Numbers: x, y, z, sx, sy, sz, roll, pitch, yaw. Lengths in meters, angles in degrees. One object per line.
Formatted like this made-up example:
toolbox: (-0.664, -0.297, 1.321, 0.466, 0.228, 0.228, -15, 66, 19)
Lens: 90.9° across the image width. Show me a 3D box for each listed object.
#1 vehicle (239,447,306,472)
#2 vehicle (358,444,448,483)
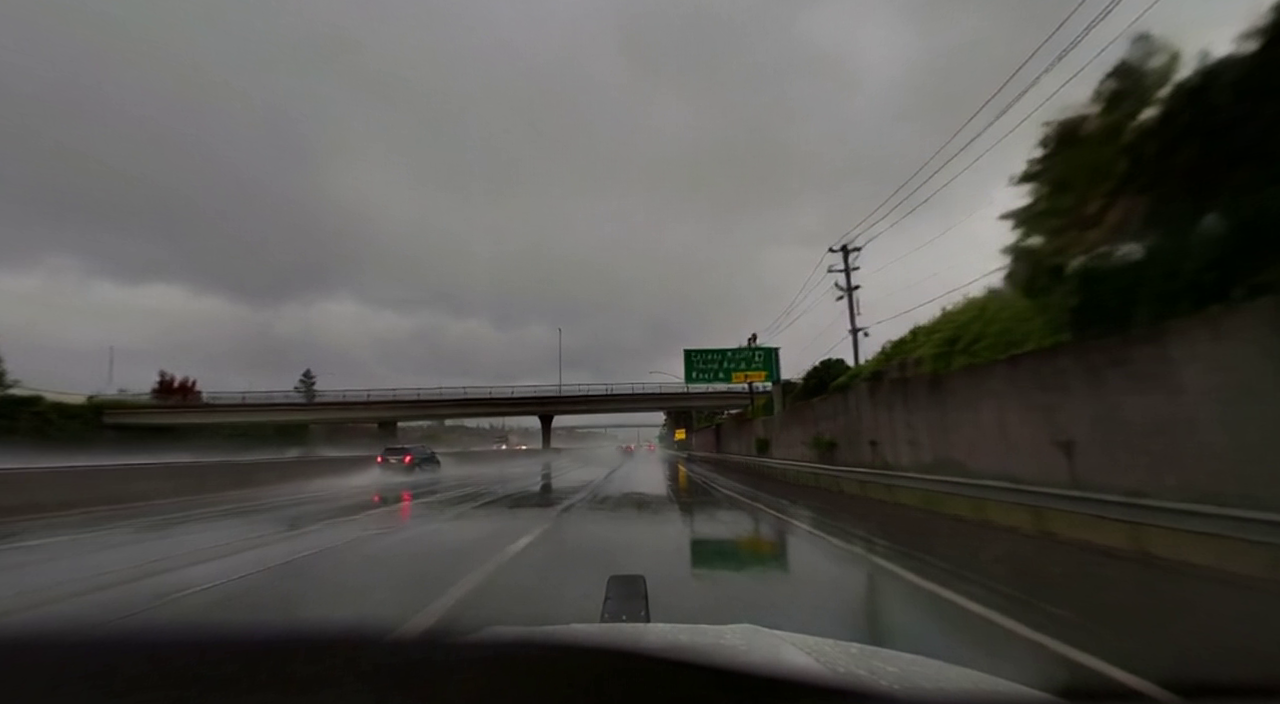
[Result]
vehicle: (-23.312, 6.822, 40.195, 1.839, 1.504, 3.977, -1, -8, 1)
vehicle: (-10.024, 4.724, 27.110, 2.056, 1.476, 4.562, -1, -8, 1)
